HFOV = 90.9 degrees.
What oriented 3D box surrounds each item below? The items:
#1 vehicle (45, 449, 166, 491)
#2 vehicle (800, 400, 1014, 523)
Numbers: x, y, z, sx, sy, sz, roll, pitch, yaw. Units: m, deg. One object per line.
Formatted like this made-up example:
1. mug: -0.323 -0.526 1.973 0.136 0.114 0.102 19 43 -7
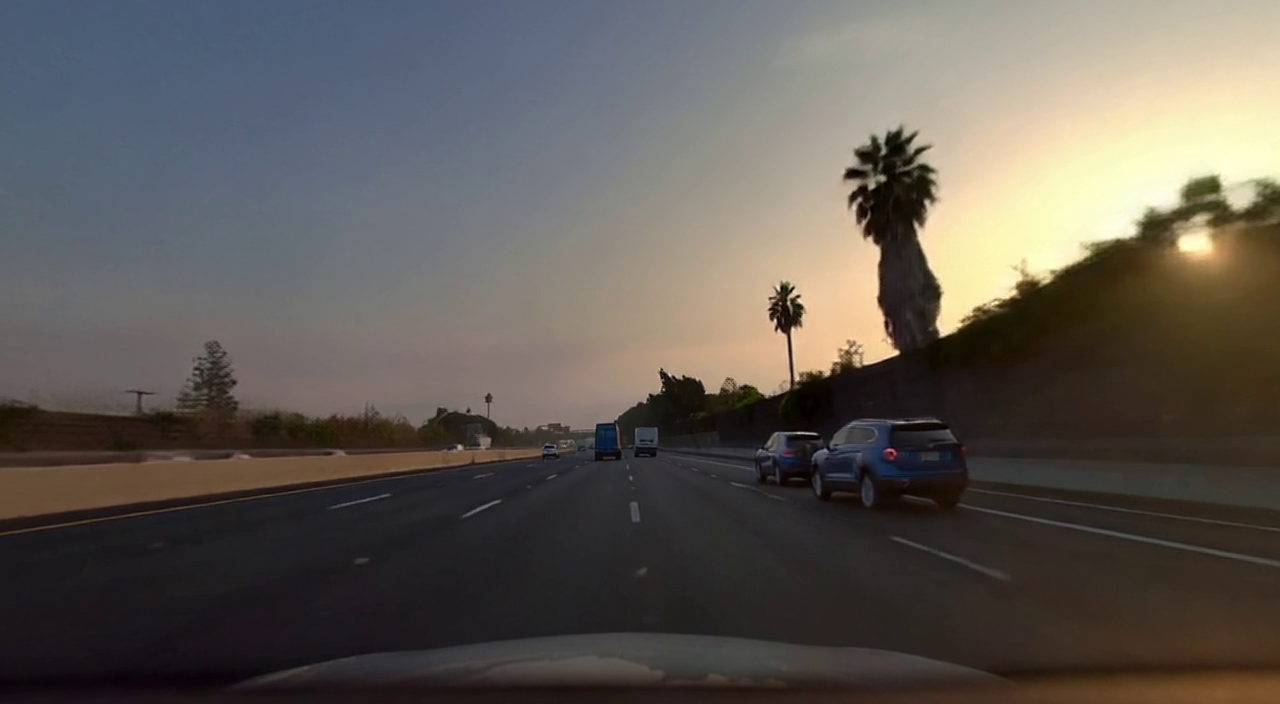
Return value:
1. vehicle: -19.712 4.346 23.450 1.499 1.379 3.398 0 -8 -1
2. vehicle: 5.500 2.341 14.042 2.408 2.210 4.999 0 -8 -2
